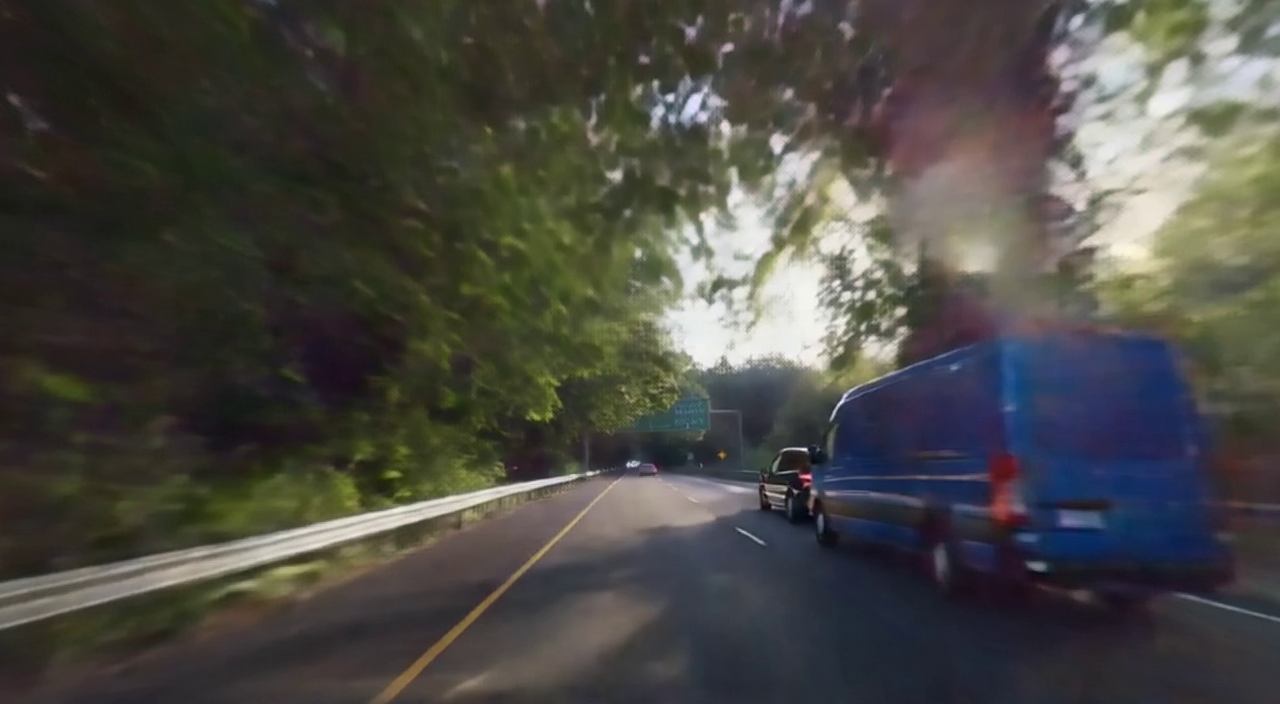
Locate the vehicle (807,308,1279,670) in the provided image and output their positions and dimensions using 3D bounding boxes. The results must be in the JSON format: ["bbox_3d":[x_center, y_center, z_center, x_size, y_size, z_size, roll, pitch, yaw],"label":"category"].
[{"bbox_3d":[4.455,1.607,8.141,2.737,2.711,6.687,1,-11,0],"label":"vehicle"}]
